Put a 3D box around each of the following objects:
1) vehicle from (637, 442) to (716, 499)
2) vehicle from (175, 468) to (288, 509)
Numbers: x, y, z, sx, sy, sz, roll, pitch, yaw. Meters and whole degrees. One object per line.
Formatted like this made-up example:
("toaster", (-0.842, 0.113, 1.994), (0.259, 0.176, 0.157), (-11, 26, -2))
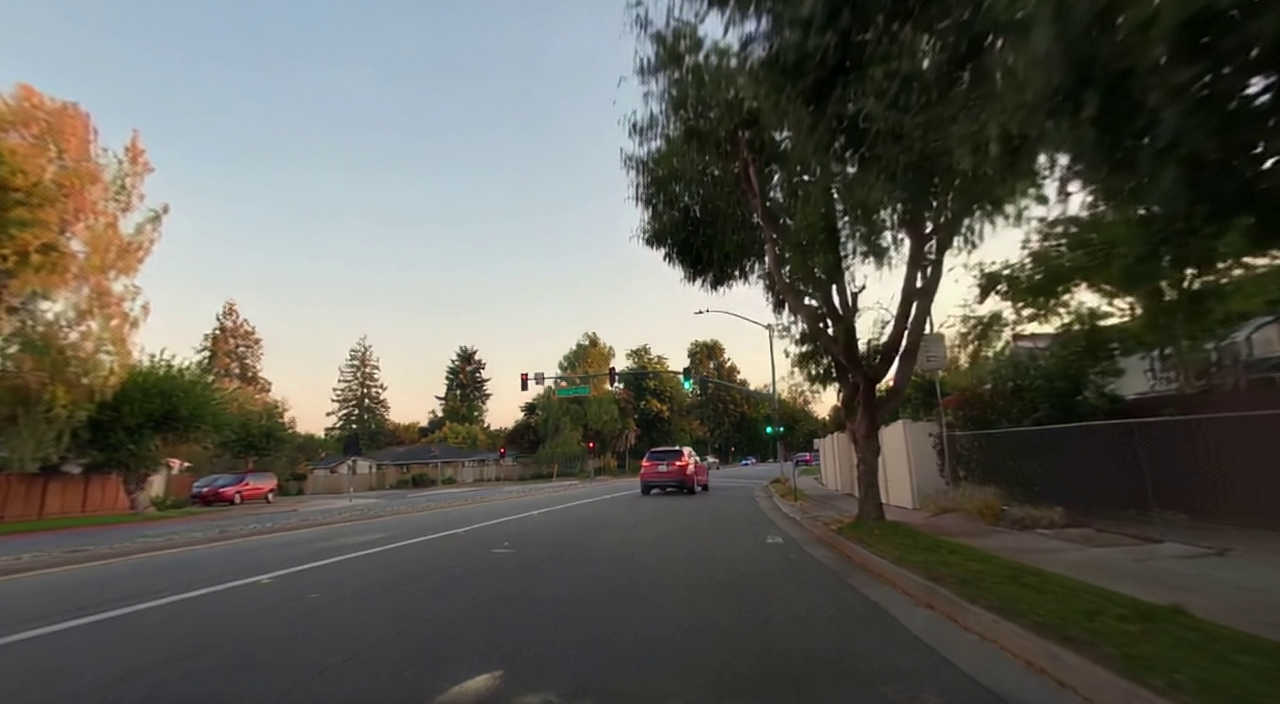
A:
("vehicle", (1.492, 4.366, 23.717), (2.059, 1.908, 4.714), (-3, -9, 15))
("vehicle", (-22.769, 7.605, 35.432), (2.332, 1.896, 5.688), (-1, -9, 3))
